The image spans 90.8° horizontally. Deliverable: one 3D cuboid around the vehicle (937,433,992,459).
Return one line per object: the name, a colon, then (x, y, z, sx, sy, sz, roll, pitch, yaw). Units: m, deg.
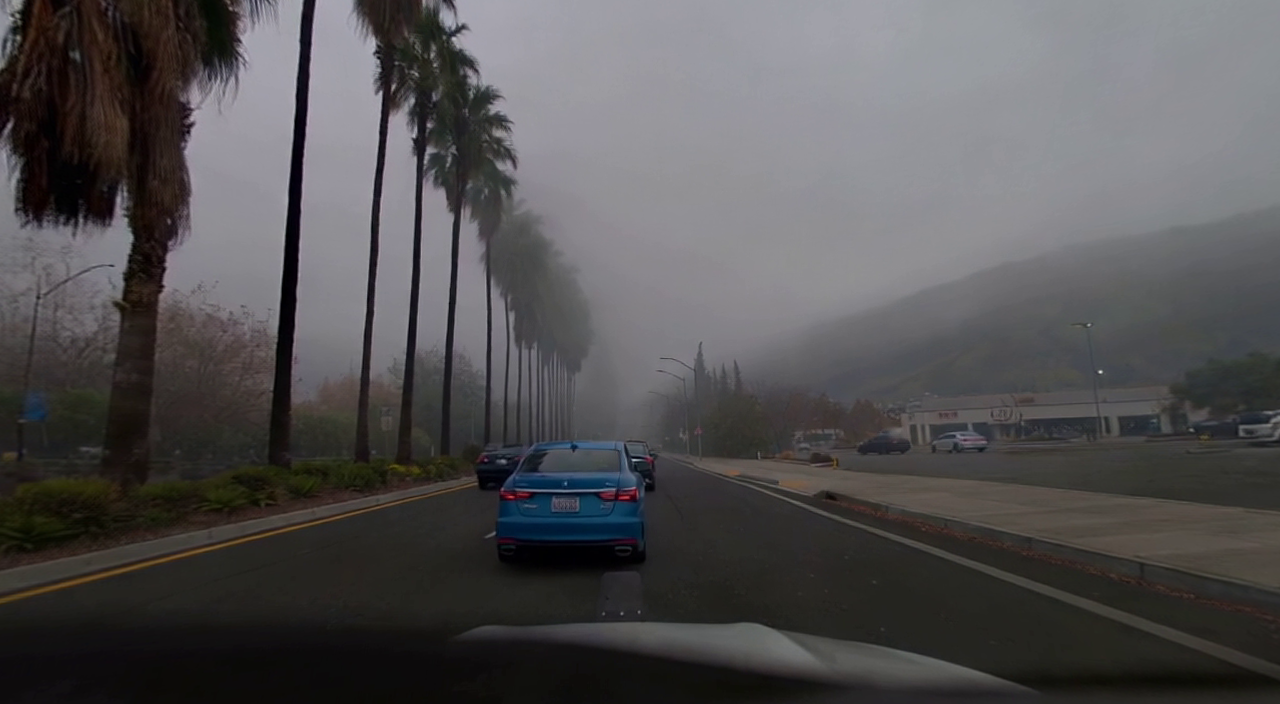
vehicle: (20.123, 5.831, 39.112, 1.961, 1.526, 4.640, -7, -11, 39)

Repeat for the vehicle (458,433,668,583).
vehicle: (-0.841, 1.839, 8.276, 2.067, 1.459, 3.886, 0, -8, -3)

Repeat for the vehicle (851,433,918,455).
vehicle: (19.207, 7.256, 49.780, 1.925, 1.652, 4.490, 6, -10, -34)
